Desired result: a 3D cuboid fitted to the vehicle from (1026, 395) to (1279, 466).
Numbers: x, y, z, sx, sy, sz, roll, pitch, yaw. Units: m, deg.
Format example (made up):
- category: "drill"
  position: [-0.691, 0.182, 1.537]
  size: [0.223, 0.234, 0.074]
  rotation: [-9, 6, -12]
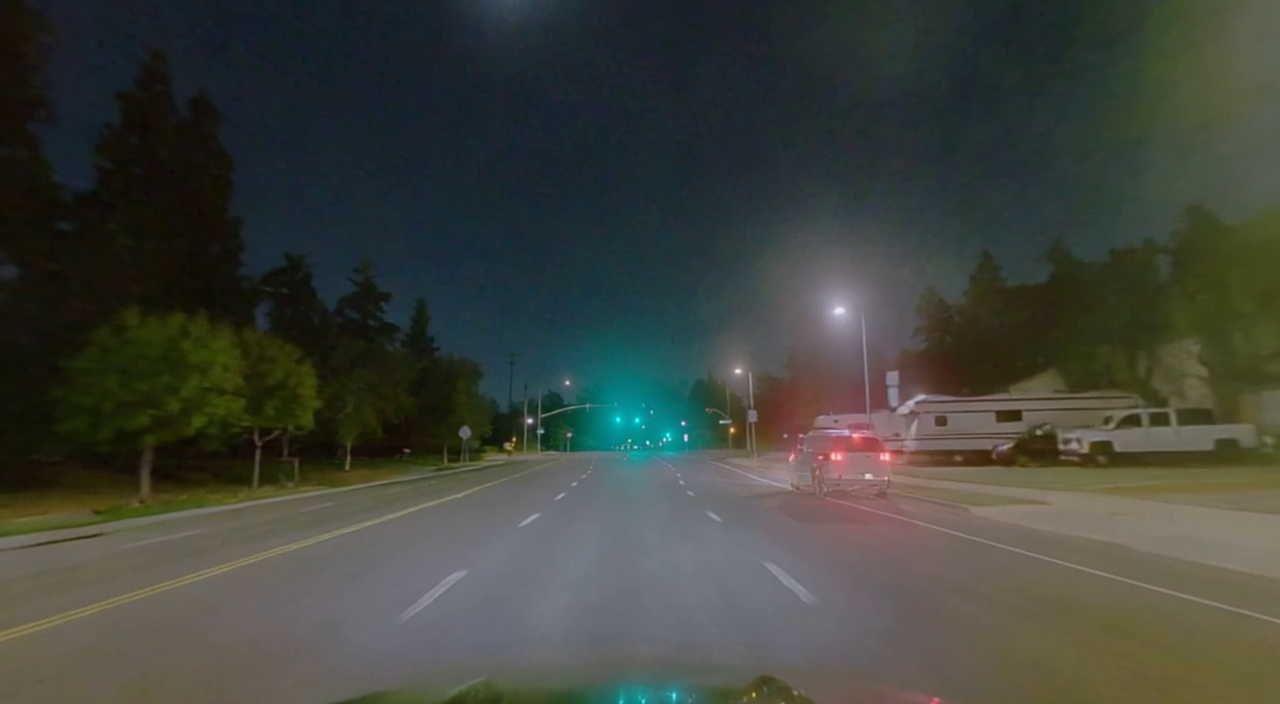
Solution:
- category: "vehicle"
  position: [15.537, 2.427, 19.305]
  size: [5.979, 2.037, 2.159]
  rotation: [0, -9, 0]
